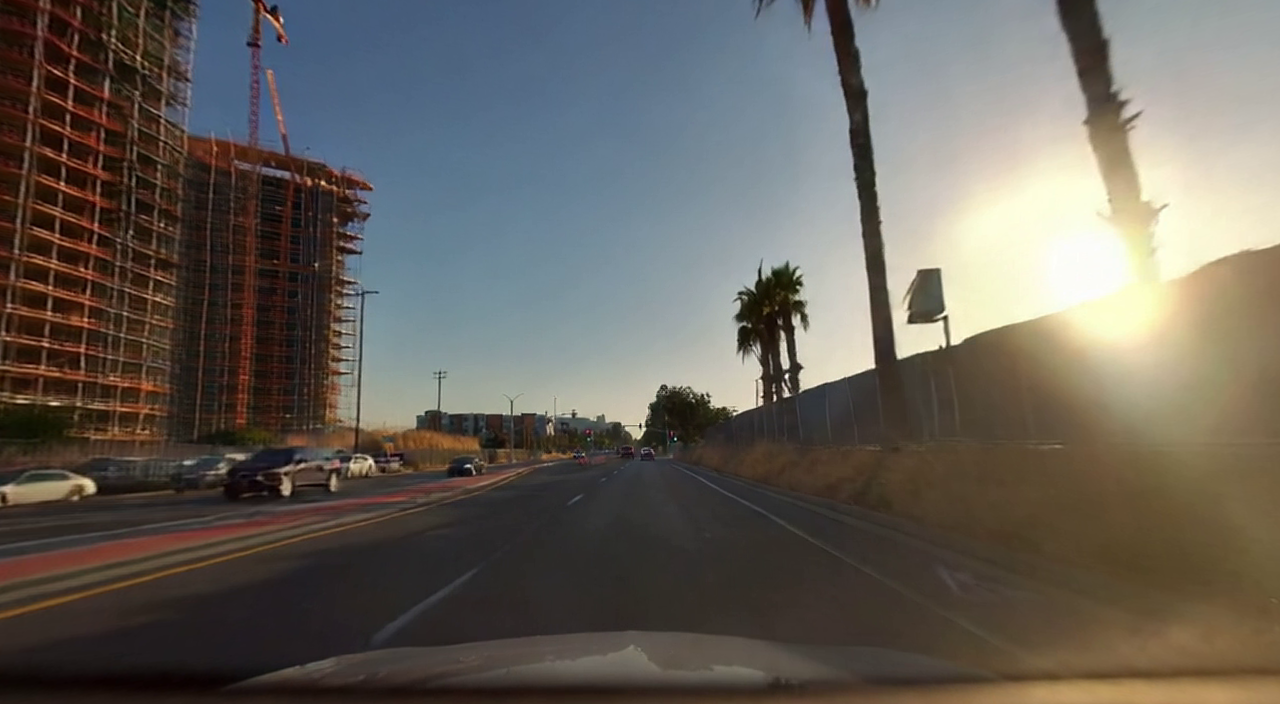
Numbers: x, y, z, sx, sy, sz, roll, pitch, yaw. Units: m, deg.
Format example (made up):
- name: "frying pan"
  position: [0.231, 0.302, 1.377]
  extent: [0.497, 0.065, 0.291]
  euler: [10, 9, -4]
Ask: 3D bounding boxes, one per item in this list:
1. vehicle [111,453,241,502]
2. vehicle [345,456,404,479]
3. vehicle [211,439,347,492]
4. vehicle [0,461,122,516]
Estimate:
- name: "vehicle"
  position: [-19.423, 5.221, 26.728]
  extent: [1.985, 1.625, 4.749]
  euler: [-2, -7, -1]
- name: "vehicle"
  position: [-19.138, 8.325, 45.660]
  extent: [2.007, 1.453, 4.932]
  euler: [-1, -9, 2]
- name: "vehicle"
  position: [-16.238, 5.125, 28.918]
  extent: [2.601, 2.118, 6.071]
  euler: [0, -9, 1]
- name: "vehicle"
  position: [-19.428, 4.316, 20.048]
  extent: [1.836, 1.418, 4.956]
  euler: [-2, -7, -2]
